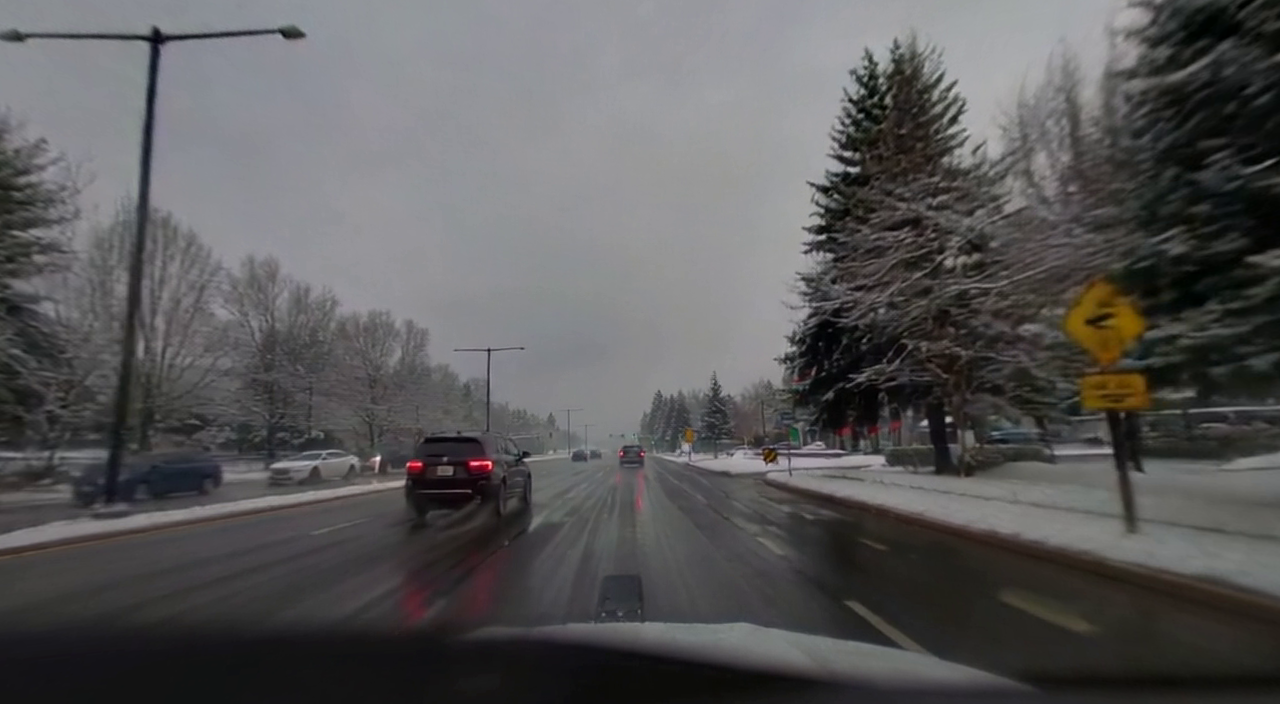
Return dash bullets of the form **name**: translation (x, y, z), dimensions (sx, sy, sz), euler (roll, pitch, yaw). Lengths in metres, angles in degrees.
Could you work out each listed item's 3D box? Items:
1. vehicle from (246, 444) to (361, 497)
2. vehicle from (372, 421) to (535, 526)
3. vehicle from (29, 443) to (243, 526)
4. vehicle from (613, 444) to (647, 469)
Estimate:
- **vehicle**: translation (-11.893, 4.158, 22.691), dimensions (1.861, 1.550, 4.321), euler (-4, -8, -1)
- **vehicle**: translation (-3.567, 2.412, 13.112), dimensions (1.985, 1.772, 4.479), euler (0, -8, 0)
- **vehicle**: translation (-11.838, 3.064, 15.311), dimensions (1.843, 1.512, 4.221), euler (-3, -7, -2)
- **vehicle**: translation (-0.663, 7.332, 44.581), dimensions (2.190, 1.662, 4.167), euler (0, -8, 2)
